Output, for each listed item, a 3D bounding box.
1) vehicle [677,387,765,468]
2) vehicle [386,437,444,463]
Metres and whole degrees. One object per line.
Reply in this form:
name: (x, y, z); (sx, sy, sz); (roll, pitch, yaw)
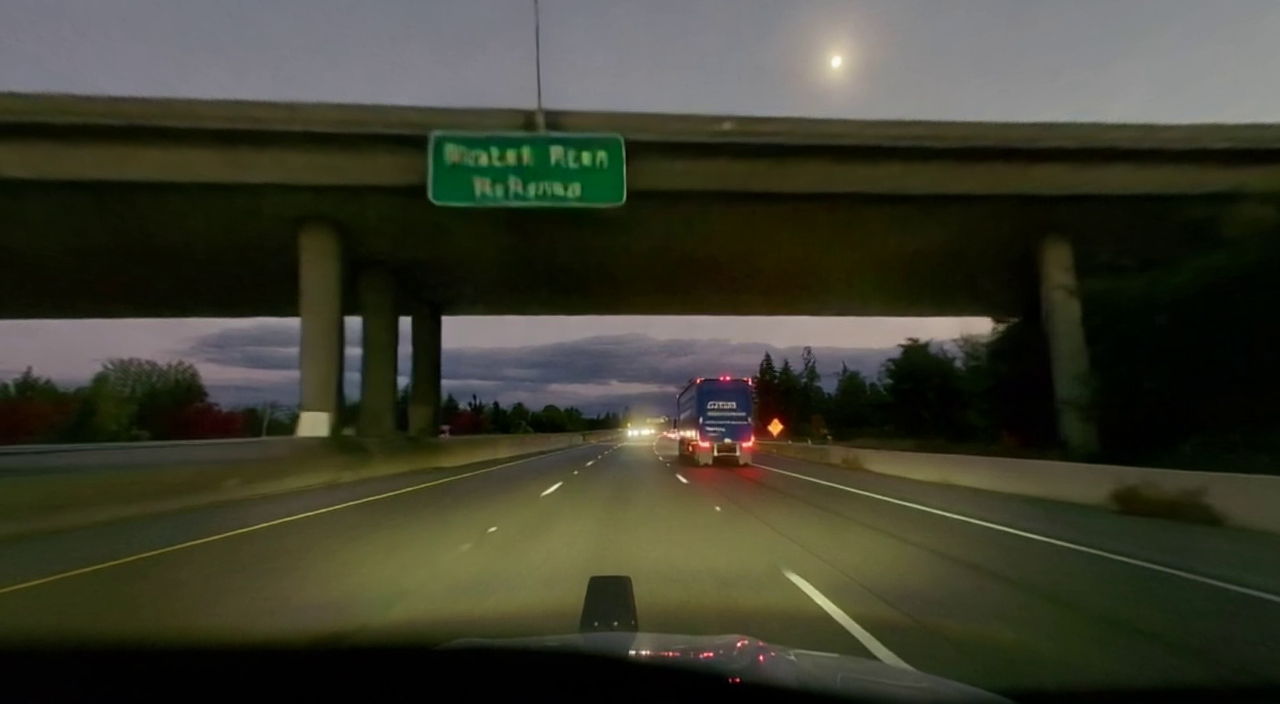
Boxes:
vehicle: (3.738, 3.895, 32.065); (2.849, 3.391, 11.018); (0, -8, -1)
vehicle: (-13.871, 6.028, 39.158); (1.894, 1.483, 4.573); (0, -8, 0)
